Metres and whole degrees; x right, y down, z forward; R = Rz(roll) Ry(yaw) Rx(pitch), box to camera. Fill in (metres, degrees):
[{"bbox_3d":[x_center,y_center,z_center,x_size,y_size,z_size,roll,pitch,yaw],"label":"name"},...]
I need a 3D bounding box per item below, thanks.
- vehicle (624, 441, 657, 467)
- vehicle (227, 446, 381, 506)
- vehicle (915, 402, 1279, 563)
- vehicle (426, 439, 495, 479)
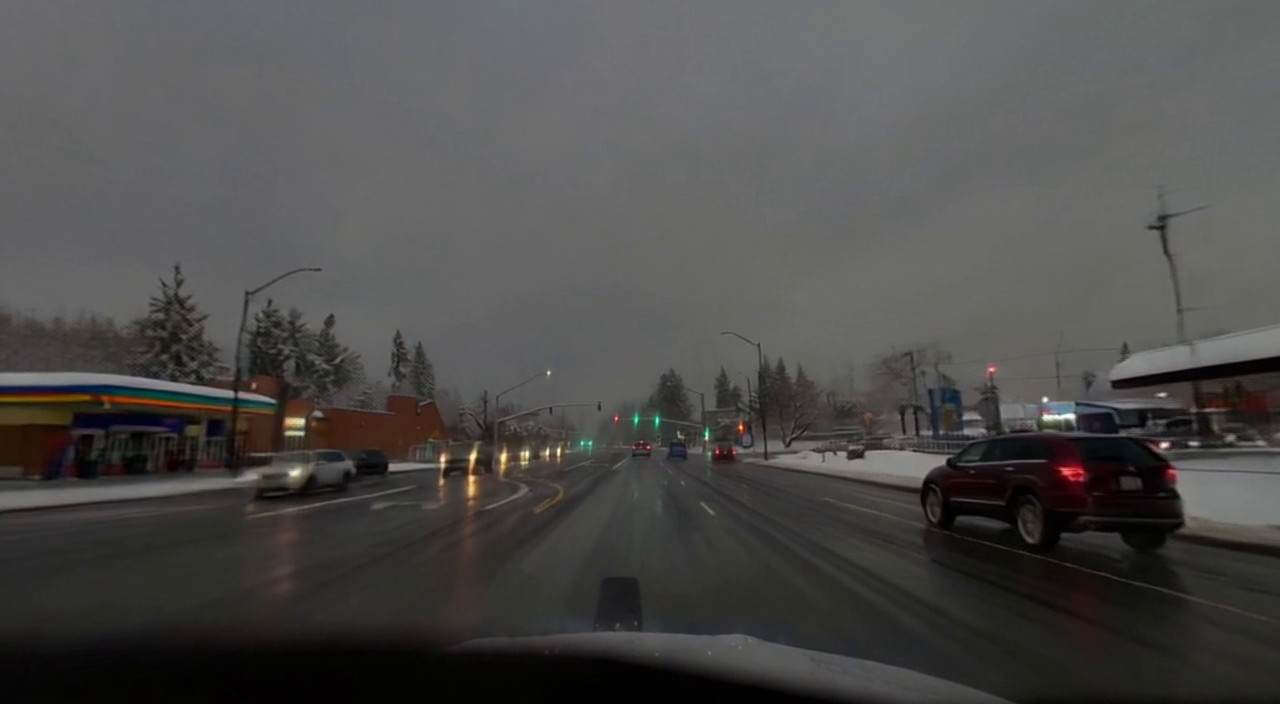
[{"bbox_3d":[0.045,7.233,44.923,2.177,1.754,3.815,0,-9,0],"label":"vehicle"},{"bbox_3d":[-9.530,3.512,18.473,1.931,1.479,4.555,-1,-9,1],"label":"vehicle"},{"bbox_3d":[6.396,1.856,9.720,2.066,1.807,4.893,0,-9,-1],"label":"vehicle"},{"bbox_3d":[-9.262,5.542,33.166,2.169,1.910,4.745,-1,-9,1],"label":"vehicle"}]
